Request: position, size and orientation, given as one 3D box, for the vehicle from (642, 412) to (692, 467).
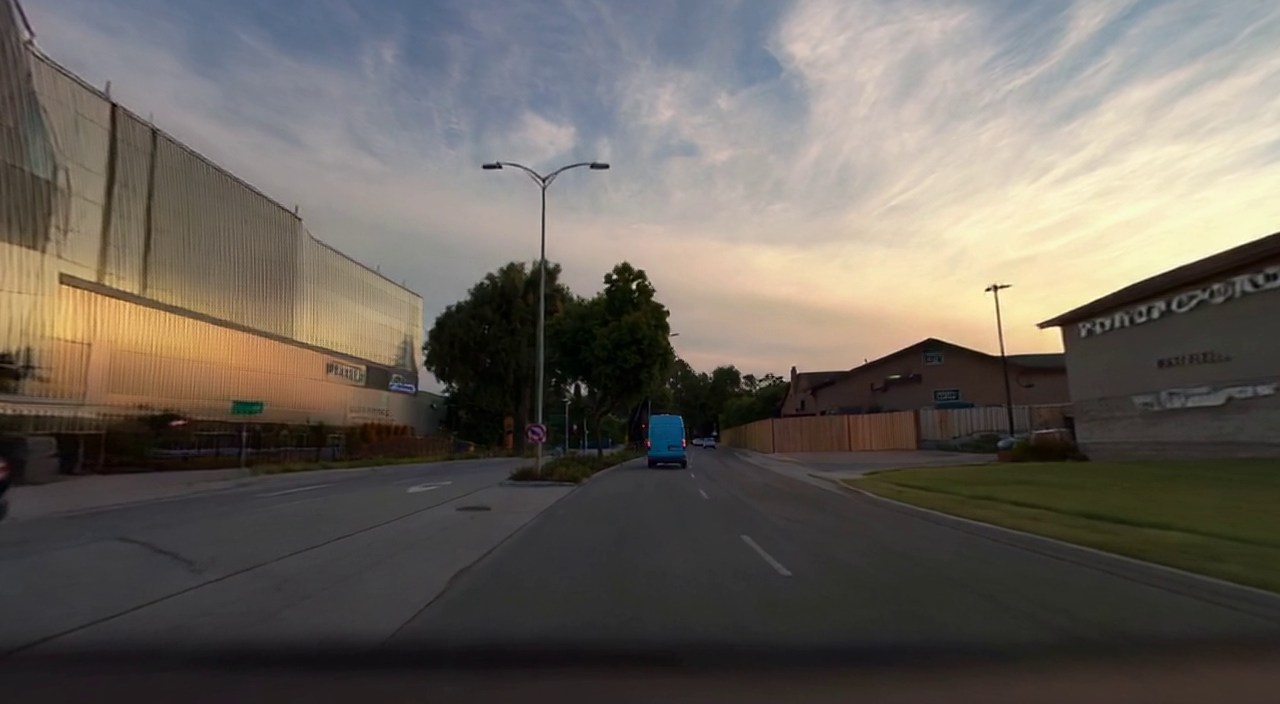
[{"bbox_3d":[1.591,4.836,34.914,2.435,2.816,5.232,-1,-8,5],"label":"vehicle"}]
